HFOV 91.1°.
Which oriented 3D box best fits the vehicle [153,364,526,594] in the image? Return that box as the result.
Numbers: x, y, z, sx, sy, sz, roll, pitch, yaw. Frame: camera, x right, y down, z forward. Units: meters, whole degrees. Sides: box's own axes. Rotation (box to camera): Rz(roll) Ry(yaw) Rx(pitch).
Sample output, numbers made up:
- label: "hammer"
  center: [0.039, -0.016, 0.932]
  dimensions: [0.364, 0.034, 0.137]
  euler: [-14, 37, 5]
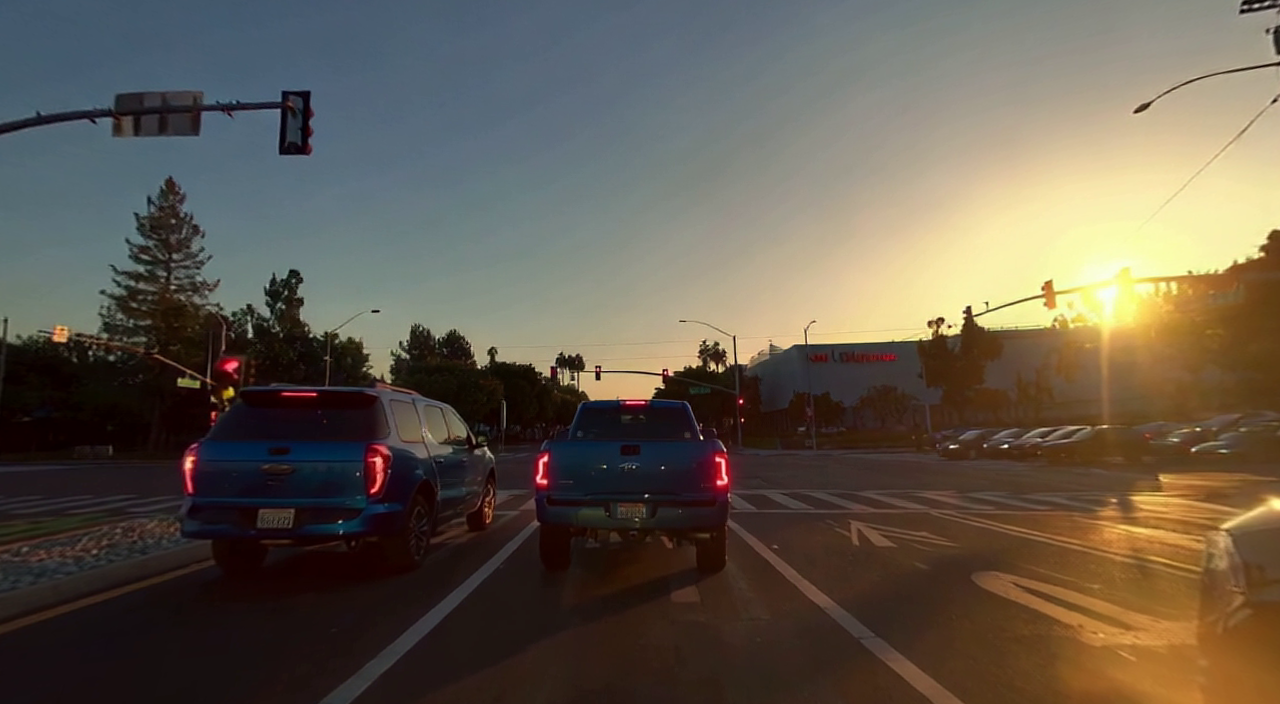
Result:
- label: "vehicle"
  center: [-2.961, 1.412, 7.772]
  dimensions: [2.220, 1.926, 4.870]
  euler: [0, -8, -1]

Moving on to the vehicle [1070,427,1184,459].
- label: "vehicle"
  center: [27.941, 5.239, 36.118]
  dimensions: [4.849, 1.759, 2.041]
  euler: [0, -8, -3]

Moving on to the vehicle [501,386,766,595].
- label: "vehicle"
  center: [-0.083, 1.498, 7.664]
  dimensions: [2.204, 1.738, 4.690]
  euler: [0, -8, -1]

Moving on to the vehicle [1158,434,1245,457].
- label: "vehicle"
  center: [38.752, 6.461, 43.381]
  dimensions: [4.396, 1.479, 1.778]
  euler: [0, -8, -3]

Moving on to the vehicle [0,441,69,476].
- label: "vehicle"
  center: [-32.183, 5.377, 31.768]
  dimensions: [4.406, 1.682, 2.040]
  euler: [0, -8, -1]

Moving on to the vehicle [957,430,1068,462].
- label: "vehicle"
  center: [19.310, 4.894, 32.669]
  dimensions: [4.624, 1.601, 1.871]
  euler: [0, -8, -3]
